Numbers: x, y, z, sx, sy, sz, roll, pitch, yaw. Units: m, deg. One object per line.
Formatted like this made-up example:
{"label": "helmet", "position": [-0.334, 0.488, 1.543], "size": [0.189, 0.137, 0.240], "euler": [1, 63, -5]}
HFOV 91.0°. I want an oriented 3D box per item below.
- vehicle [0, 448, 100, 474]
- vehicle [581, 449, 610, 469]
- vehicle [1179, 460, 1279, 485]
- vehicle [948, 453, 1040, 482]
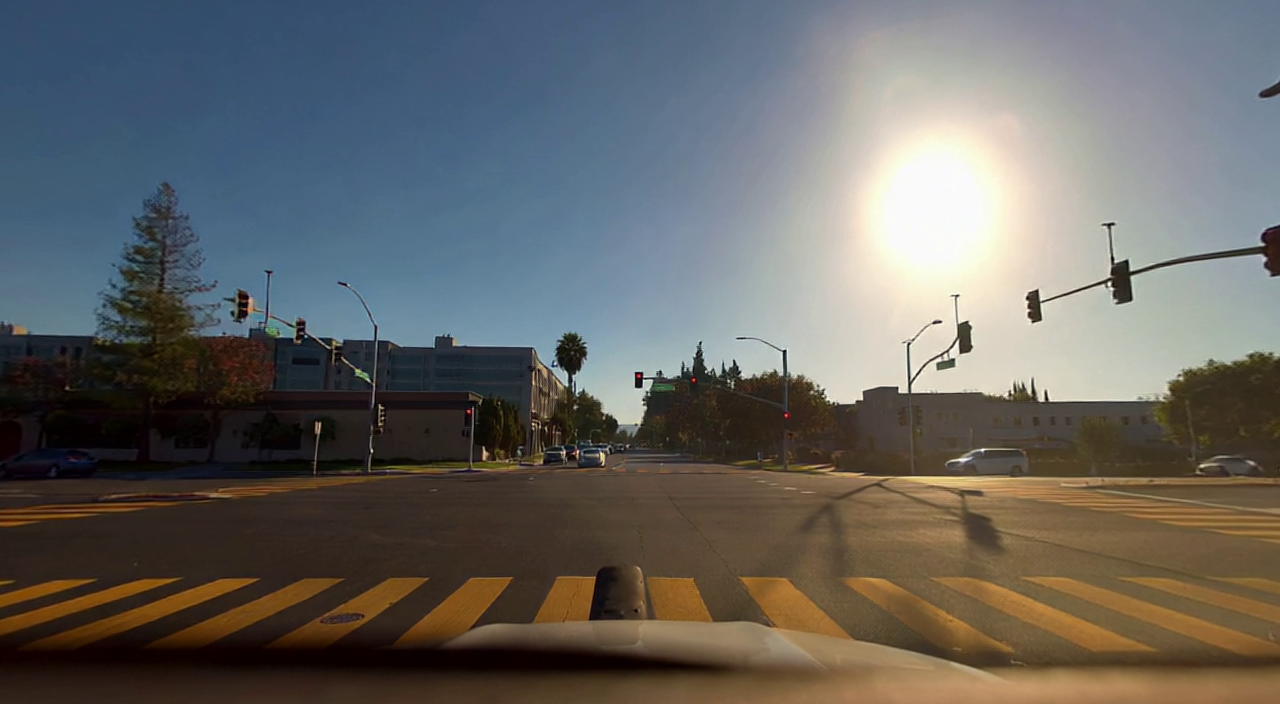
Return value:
{"label": "vehicle", "position": [-35.150, 6.415, 37.181], "size": [4.741, 1.447, 1.807], "euler": [0, -9, 0]}
{"label": "vehicle", "position": [-3.458, 8.361, 49.225], "size": [1.908, 1.441, 4.142], "euler": [0, -8, 1]}
{"label": "vehicle", "position": [36.213, 7.312, 38.308], "size": [4.976, 1.428, 1.929], "euler": [0, -9, -2]}
{"label": "vehicle", "position": [21.091, 6.879, 37.593], "size": [4.447, 1.623, 1.801], "euler": [0, -9, -3]}
